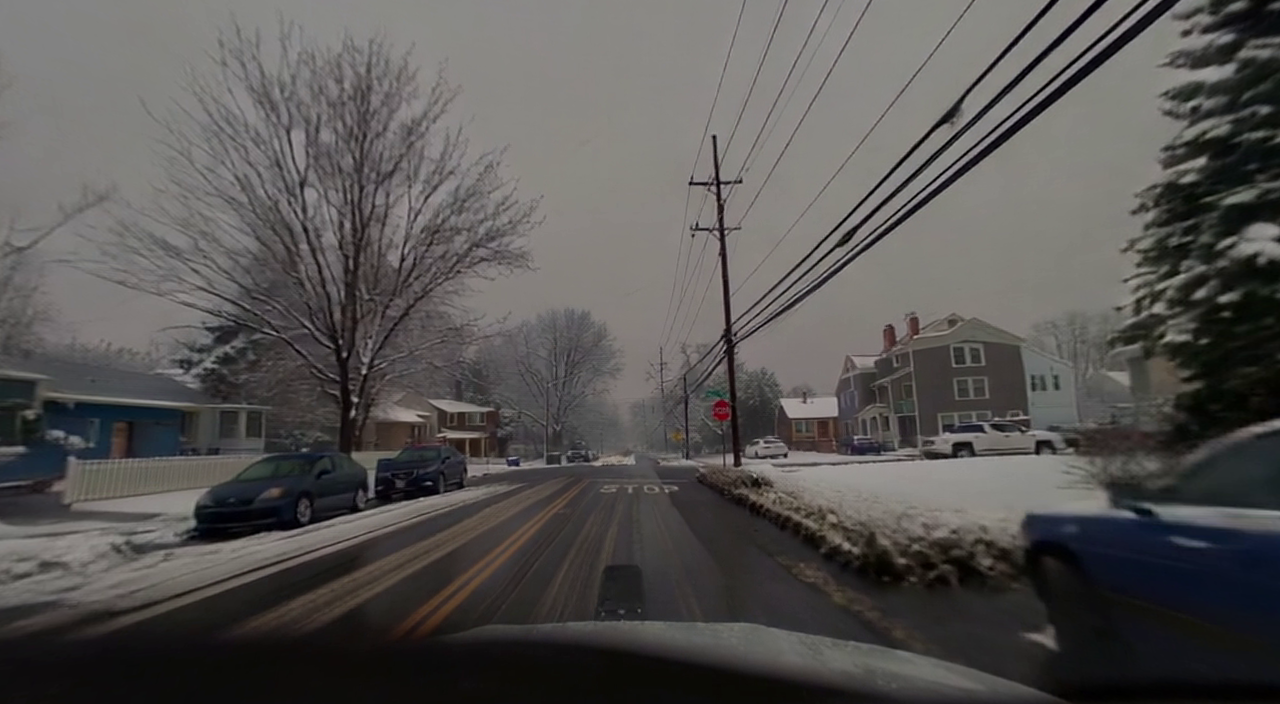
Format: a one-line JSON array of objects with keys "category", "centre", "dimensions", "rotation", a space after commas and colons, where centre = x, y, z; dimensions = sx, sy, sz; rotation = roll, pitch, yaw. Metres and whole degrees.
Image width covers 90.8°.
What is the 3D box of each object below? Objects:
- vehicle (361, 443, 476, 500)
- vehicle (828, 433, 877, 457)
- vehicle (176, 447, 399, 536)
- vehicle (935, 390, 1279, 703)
[{"category": "vehicle", "centre": [-6.732, 3.644, 19.743], "dimensions": [2.026, 1.560, 4.062], "rotation": [0, -8, 2]}, {"category": "vehicle", "centre": [15.754, 6.928, 47.059], "dimensions": [2.025, 1.689, 4.342], "rotation": [0, -9, -2]}, {"category": "vehicle", "centre": [-6.855, 2.710, 13.011], "dimensions": [2.056, 1.481, 4.451], "rotation": [0, -8, -1]}, {"category": "vehicle", "centre": [3.340, 0.913, 2.311], "dimensions": [1.963, 1.536, 5.446], "rotation": [0, -8, 1]}]
